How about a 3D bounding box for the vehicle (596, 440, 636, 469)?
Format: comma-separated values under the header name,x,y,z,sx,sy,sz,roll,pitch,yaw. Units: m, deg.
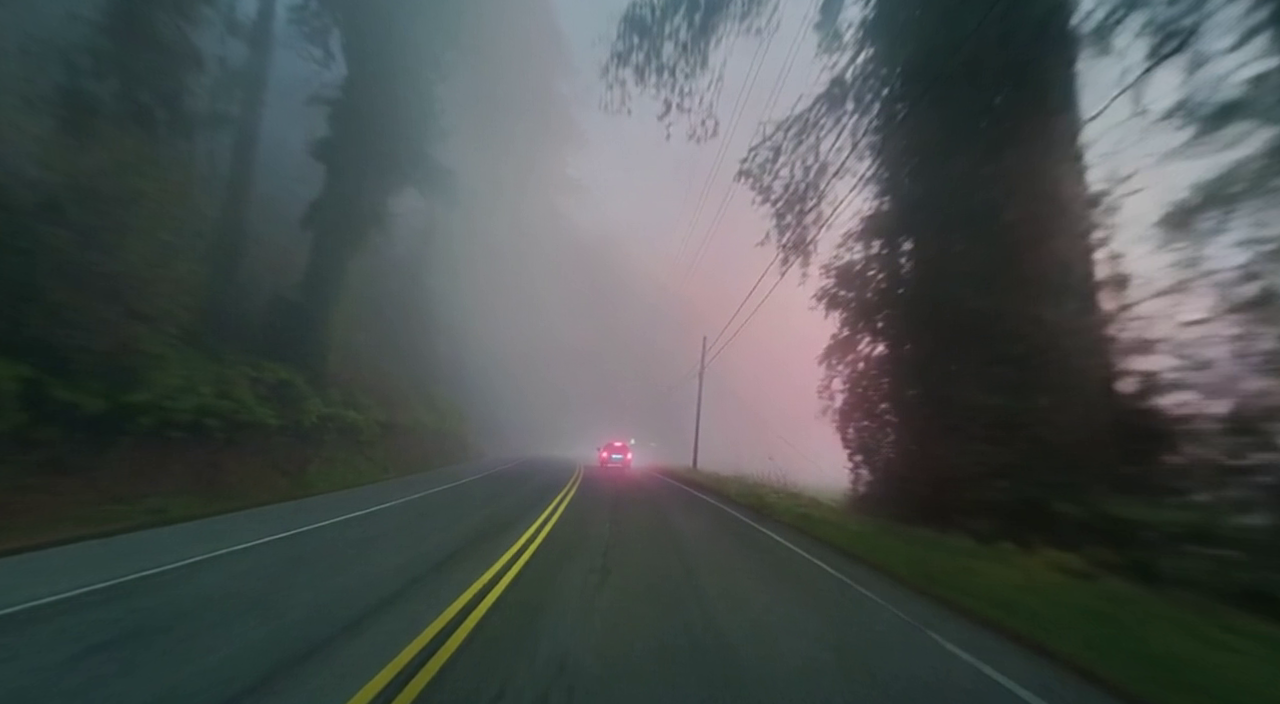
name,x,y,z,sx,sy,sz,roll,pitch,yaw
vehicle,-1.444,5.918,36.649,2.059,1.524,3.963,3,-9,-4
